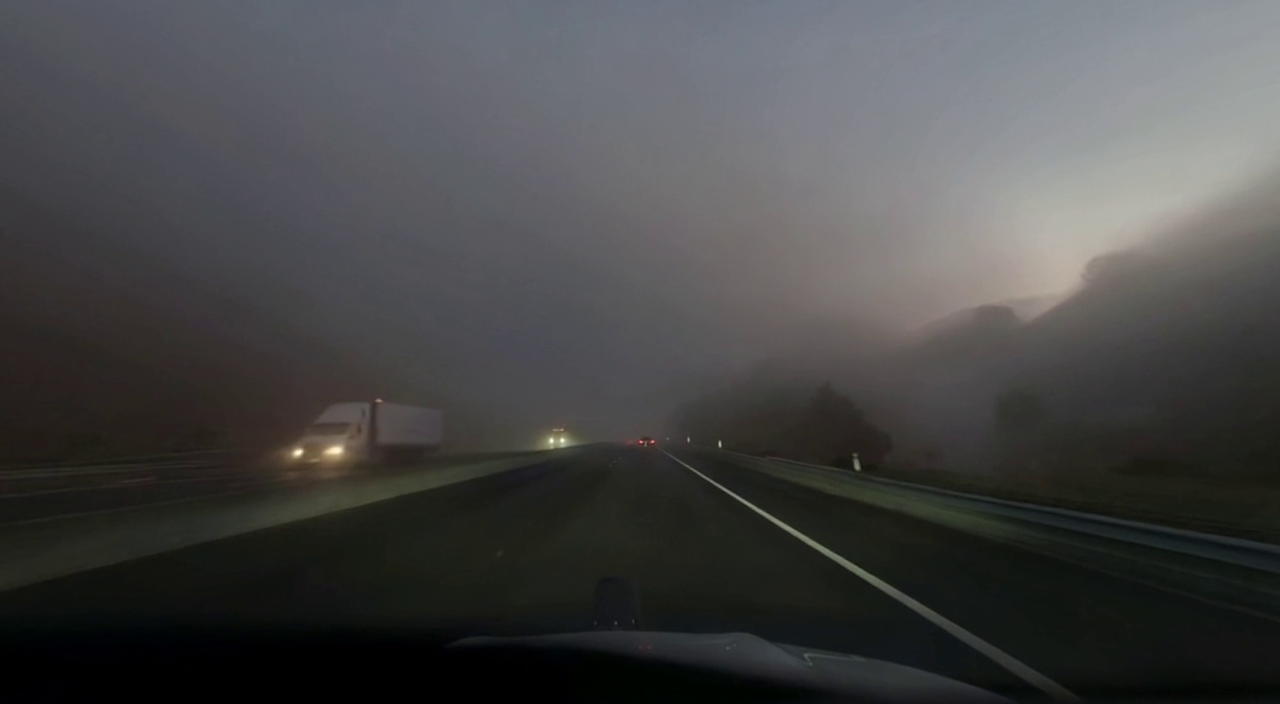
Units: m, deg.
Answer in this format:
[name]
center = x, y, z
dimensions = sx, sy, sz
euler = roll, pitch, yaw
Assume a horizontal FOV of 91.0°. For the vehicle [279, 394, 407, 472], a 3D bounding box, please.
[vehicle]
center = -17.766, 5.041, 38.771
dimensions = 2.929, 4.024, 9.958
euler = -3, -8, 1
